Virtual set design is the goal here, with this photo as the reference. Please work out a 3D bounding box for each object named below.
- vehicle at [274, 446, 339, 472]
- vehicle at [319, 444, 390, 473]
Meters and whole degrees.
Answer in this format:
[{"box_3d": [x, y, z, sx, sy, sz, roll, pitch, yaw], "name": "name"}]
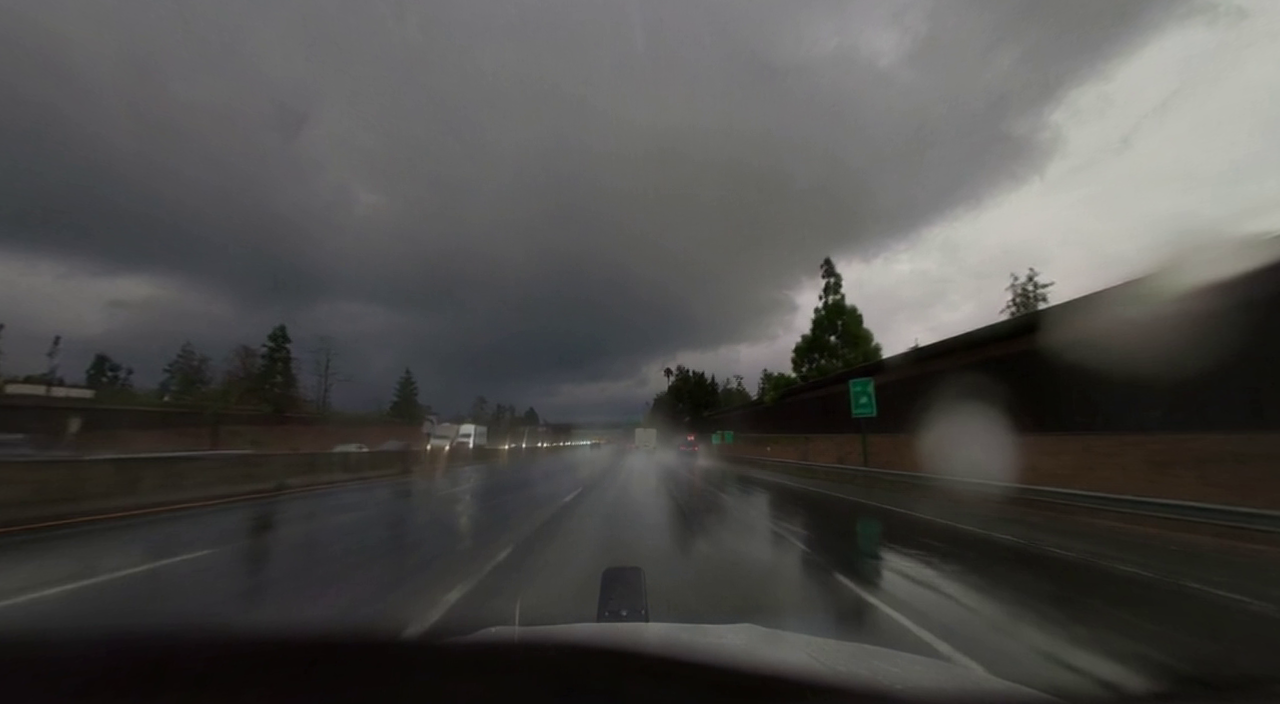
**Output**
[{"box_3d": [-19.588, 6.268, 37.121, 1.809, 1.422, 3.660, 1, -8, 0], "name": "vehicle"}, {"box_3d": [-15.993, 5.948, 35.456, 2.131, 1.493, 3.900, 0, -9, 0], "name": "vehicle"}]
